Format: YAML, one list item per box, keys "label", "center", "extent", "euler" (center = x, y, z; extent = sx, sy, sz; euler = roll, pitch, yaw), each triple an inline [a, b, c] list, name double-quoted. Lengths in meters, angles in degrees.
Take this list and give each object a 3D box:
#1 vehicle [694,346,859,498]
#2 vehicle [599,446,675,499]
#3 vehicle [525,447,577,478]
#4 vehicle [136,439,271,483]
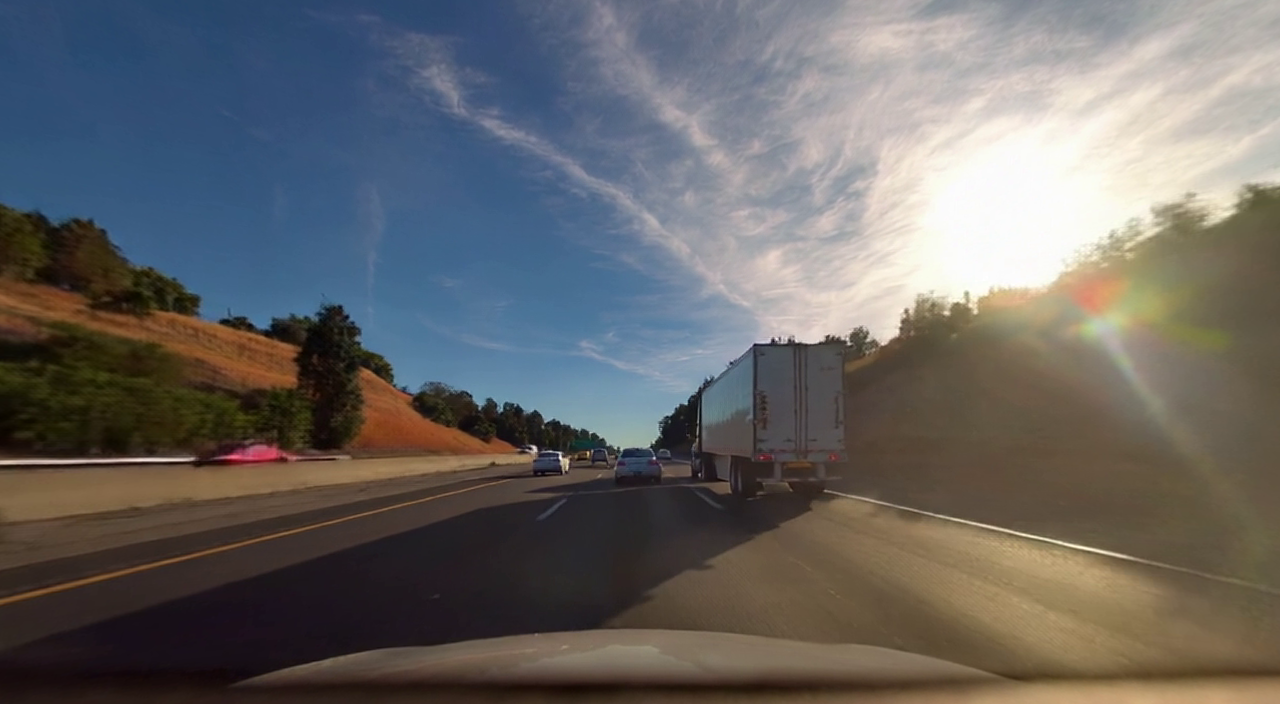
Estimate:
- label: "vehicle"
  center: [4.285, 2.975, 24.223]
  extent: [2.905, 4.109, 14.332]
  euler: [0, -9, -1]
- label: "vehicle"
  center: [-0.099, 3.553, 18.949]
  extent: [2.023, 1.400, 4.028]
  euler: [0, -9, -1]
- label: "vehicle"
  center: [-4.484, 5.611, 32.364]
  extent: [2.017, 1.460, 4.382]
  euler: [0, -9, 0]
- label: "vehicle"
  center: [-16.061, 4.036, 23.526]
  extent: [1.882, 1.460, 4.404]
  euler: [0, -9, 0]
